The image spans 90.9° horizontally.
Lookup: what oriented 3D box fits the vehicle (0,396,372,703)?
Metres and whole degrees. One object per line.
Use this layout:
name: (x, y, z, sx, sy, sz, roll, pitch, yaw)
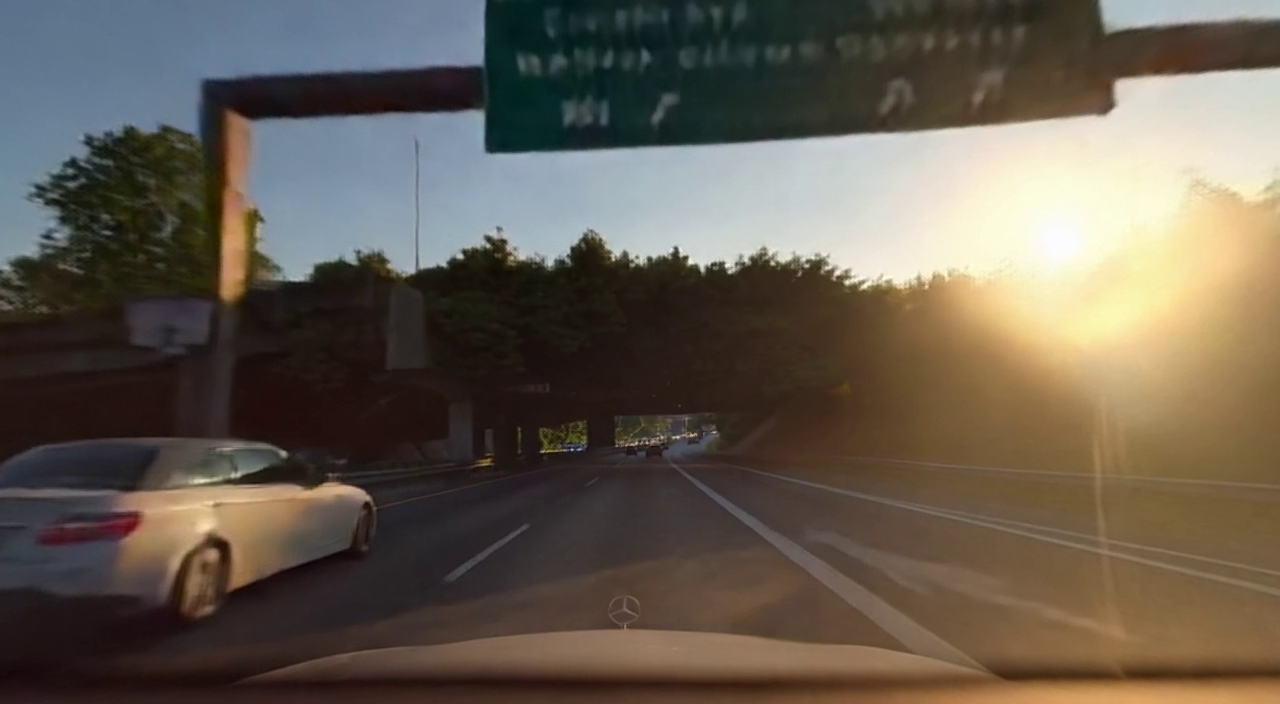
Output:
vehicle: (-4.047, 1.302, 5.034, 1.936, 1.545, 4.116, 0, -9, 1)
